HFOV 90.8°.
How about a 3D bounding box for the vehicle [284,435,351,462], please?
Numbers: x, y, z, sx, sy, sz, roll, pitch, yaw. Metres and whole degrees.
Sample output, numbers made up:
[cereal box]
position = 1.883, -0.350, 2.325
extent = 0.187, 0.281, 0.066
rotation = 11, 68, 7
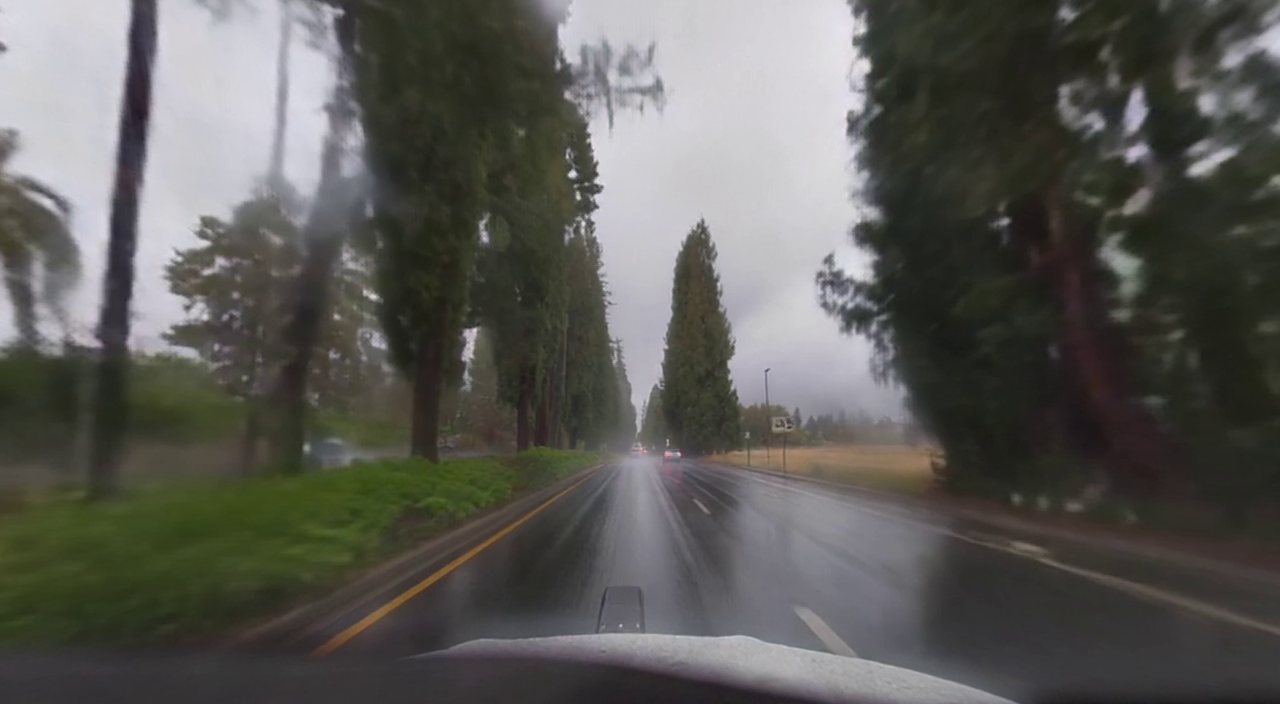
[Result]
[vehicle]
position = -22.332, 6.714, 44.030
extent = 2.055, 1.776, 4.879
rotation = 0, -9, 0
